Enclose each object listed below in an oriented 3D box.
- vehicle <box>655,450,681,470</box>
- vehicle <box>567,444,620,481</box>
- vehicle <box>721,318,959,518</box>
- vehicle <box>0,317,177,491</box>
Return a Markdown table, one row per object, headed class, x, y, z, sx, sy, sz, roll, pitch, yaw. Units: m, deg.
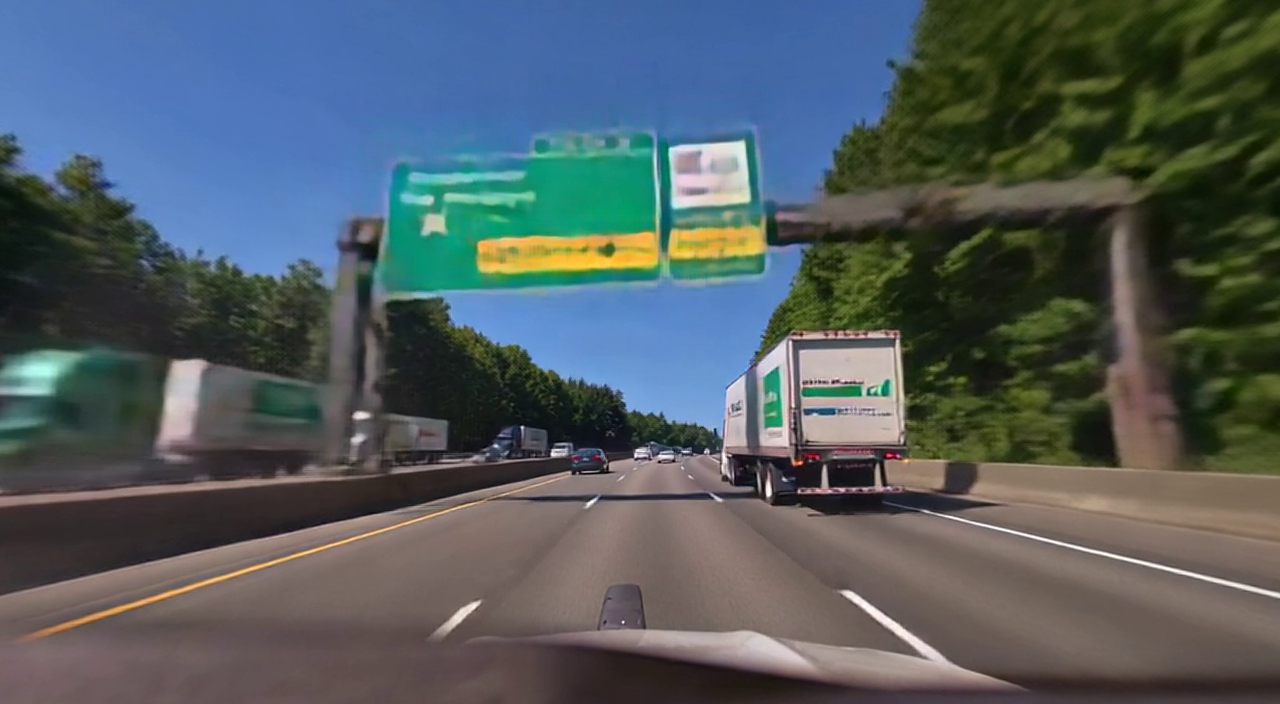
| class | x | y | z | sx | sy | sz | roll | pitch | yaw |
| --- | --- | --- | --- | --- | --- | --- | --- | --- | --- |
| vehicle | 2.197 | 8.426 | 49.341 | 1.990 | 1.537 | 3.725 | -1 | -9 | 3 |
| vehicle | -2.276 | 5.581 | 32.108 | 2.205 | 1.728 | 4.397 | -1 | -9 | 3 |
| vehicle | 4.847 | 2.360 | 19.548 | 3.057 | 3.993 | 13.914 | 0 | -9 | 1 |
| vehicle | -15.956 | 1.533 | 16.488 | 2.905 | 3.909 | 5.792 | -1 | -9 | 2 |
